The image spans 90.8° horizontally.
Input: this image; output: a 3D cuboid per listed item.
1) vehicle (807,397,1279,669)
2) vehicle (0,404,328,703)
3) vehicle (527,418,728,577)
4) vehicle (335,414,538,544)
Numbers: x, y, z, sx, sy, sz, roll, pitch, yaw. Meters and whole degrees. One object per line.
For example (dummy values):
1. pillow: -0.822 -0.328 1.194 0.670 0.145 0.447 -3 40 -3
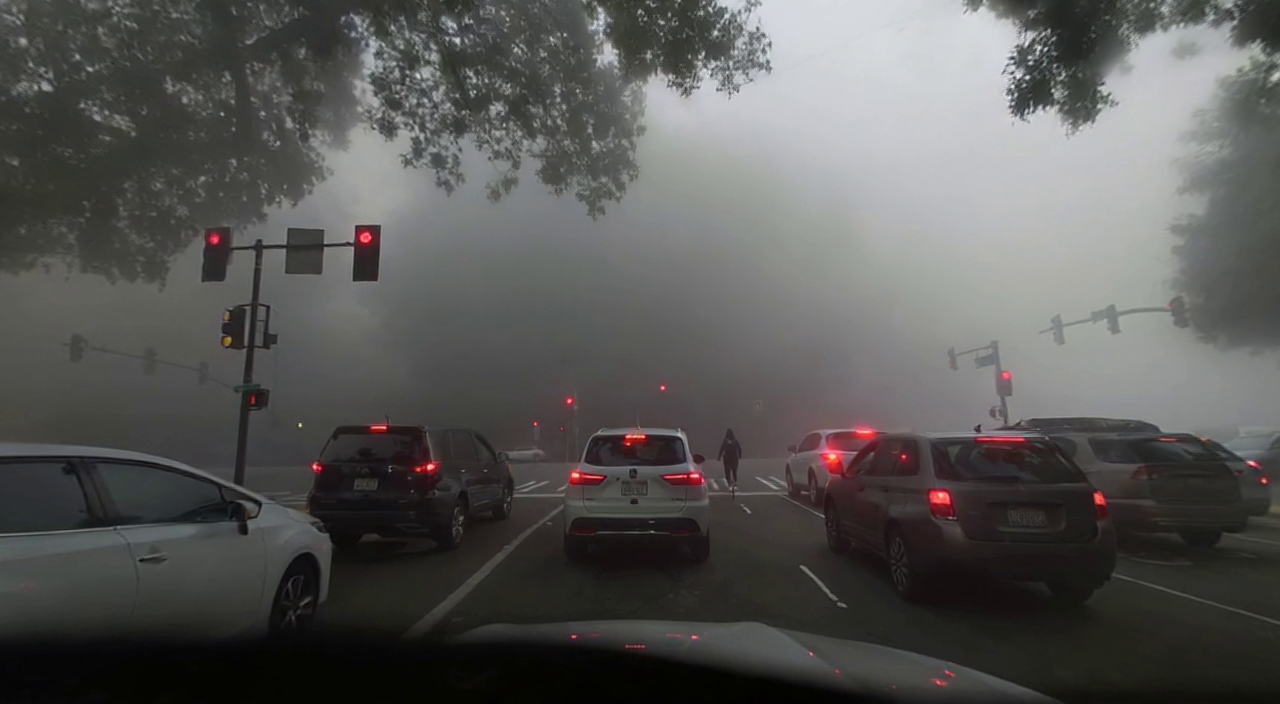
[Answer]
1. vehicle: 3.235 1.441 6.193 2.006 1.659 4.462 0 -8 1
2. vehicle: -3.347 0.950 2.369 1.863 1.495 4.667 0 -8 1
3. vehicle: -0.098 1.804 8.553 2.106 1.655 3.717 0 -8 1
4. vehicle: -3.223 2.116 11.158 2.048 1.805 4.405 0 -8 1
